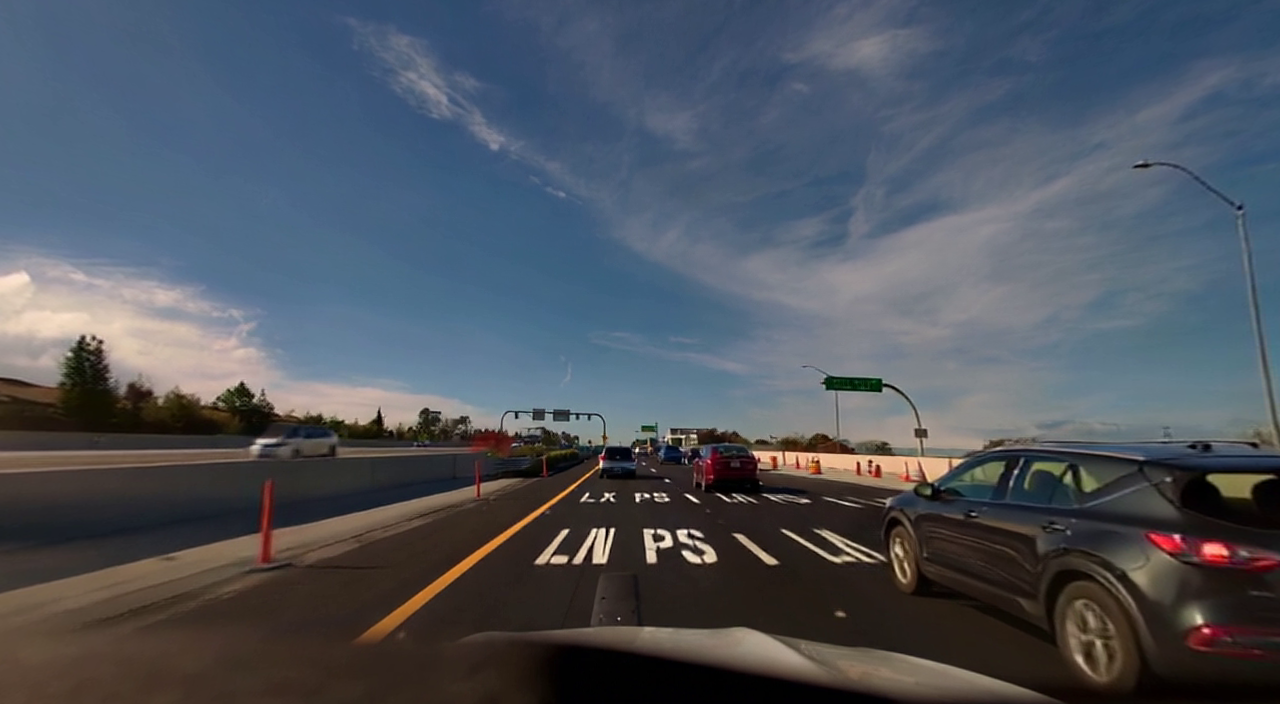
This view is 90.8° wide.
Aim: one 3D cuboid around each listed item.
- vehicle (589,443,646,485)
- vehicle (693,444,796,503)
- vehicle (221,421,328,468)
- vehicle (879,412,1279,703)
[{"bbox_3d":[-0.826,4.336,24.764,2.069,1.470,4.004,0,-9,-1],"label":"vehicle"},{"bbox_3d":[2.805,3.375,18.117,2.042,1.460,4.451,0,-9,-2],"label":"vehicle"},{"bbox_3d":[-16.489,4.230,28.839,2.113,1.925,4.606,0,-9,-1],"label":"vehicle"},{"bbox_3d":[3.200,1.146,3.531,1.996,1.455,4.281,0,-9,-1],"label":"vehicle"}]
